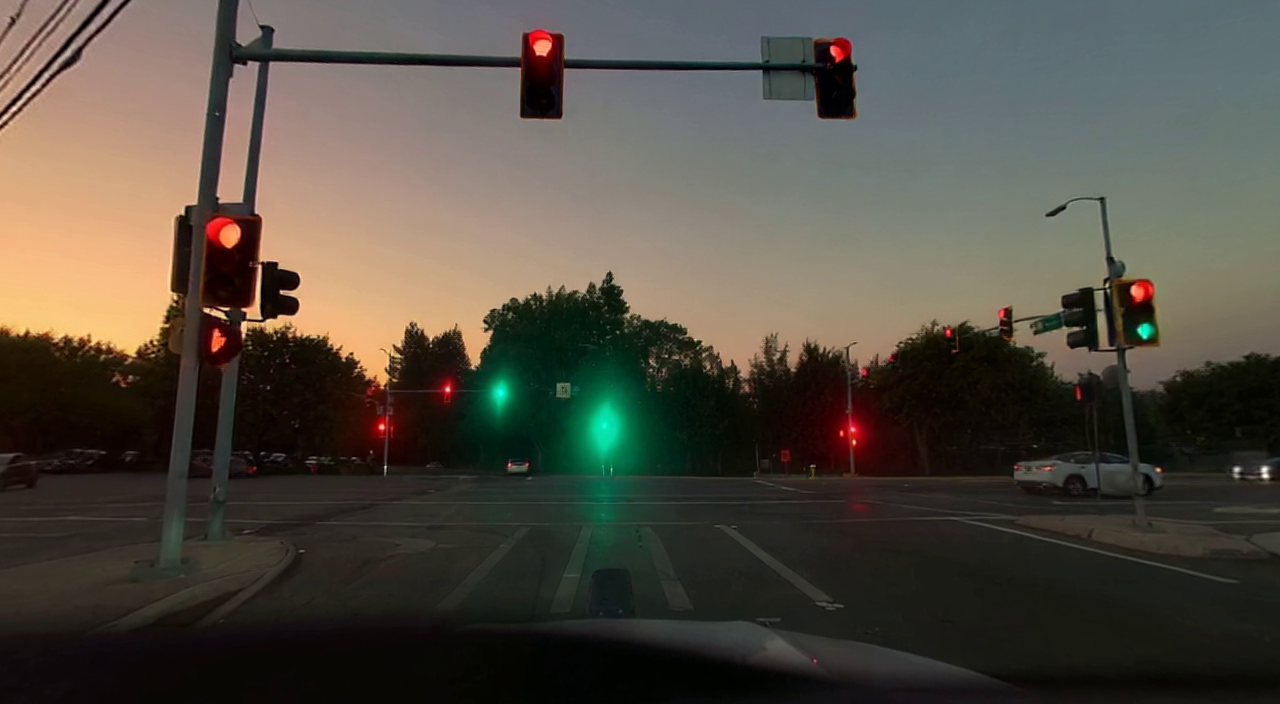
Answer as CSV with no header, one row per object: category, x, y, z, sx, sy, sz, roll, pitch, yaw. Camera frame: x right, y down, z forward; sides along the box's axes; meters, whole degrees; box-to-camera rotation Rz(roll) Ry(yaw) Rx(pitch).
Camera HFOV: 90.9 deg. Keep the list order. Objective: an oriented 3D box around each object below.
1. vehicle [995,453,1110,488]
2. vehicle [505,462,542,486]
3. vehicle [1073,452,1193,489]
vehicle,21.202,6.130,32.509,4.455,1.647,2.124,1,-12,-6
vehicle,-8.965,9.411,48.720,2.045,1.608,3.709,0,-8,2
vehicle,22.702,5.456,29.098,3.998,1.590,1.936,1,-11,-6
